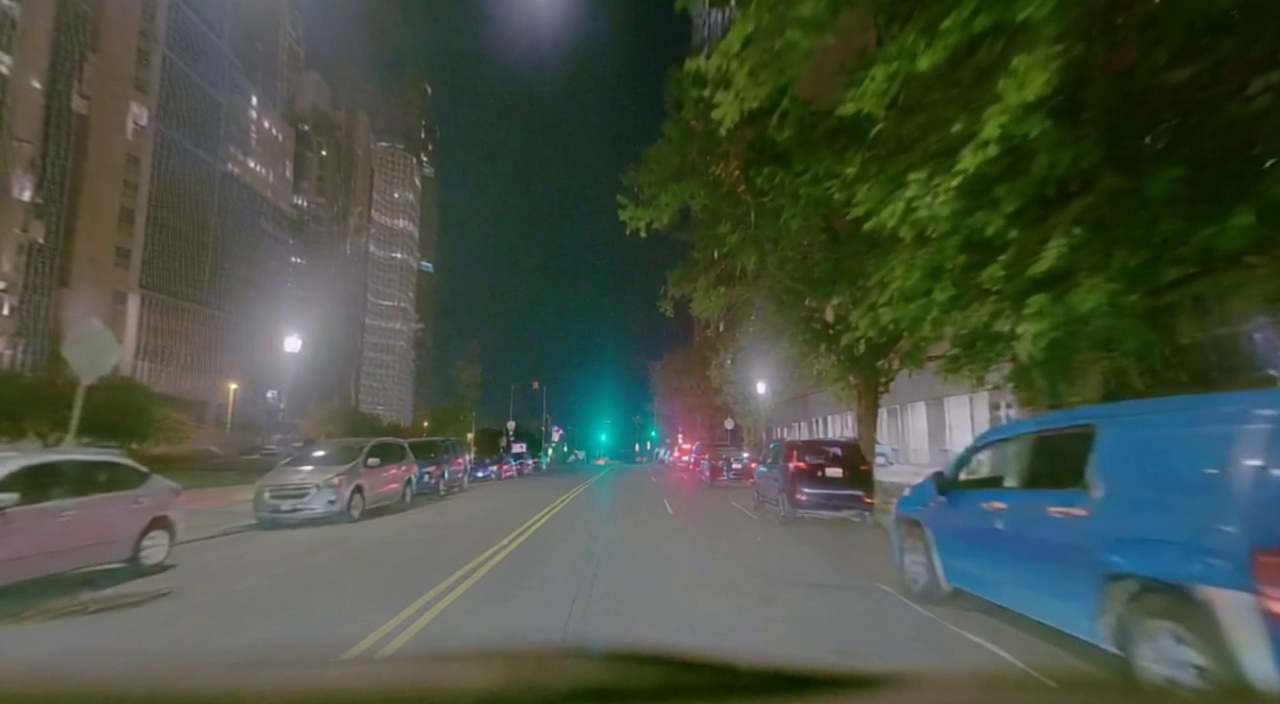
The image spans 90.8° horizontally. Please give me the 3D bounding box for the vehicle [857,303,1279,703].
[{"bbox_3d":[3.289,0.981,3.837,2.118,1.793,4.885,0,-9,-1],"label":"vehicle"}]

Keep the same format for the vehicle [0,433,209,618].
[{"bbox_3d":[-6.770,1.674,6.352,1.938,1.654,4.130,0,-9,0],"label":"vehicle"}]

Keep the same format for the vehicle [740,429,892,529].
[{"bbox_3d":[3.307,2.465,12.777,1.828,1.664,4.035,0,-9,-1],"label":"vehicle"}]

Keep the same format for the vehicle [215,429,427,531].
[{"bbox_3d":[-6.699,2.726,14.083,2.224,1.849,4.772,0,-9,0],"label":"vehicle"}]

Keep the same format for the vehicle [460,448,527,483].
[{"bbox_3d":[-6.702,5.223,29.398,1.913,1.479,4.714,0,-9,1],"label":"vehicle"}]

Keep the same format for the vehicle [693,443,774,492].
[{"bbox_3d":[3.062,3.909,21.761,1.908,1.461,4.873,0,-9,-2],"label":"vehicle"}]
